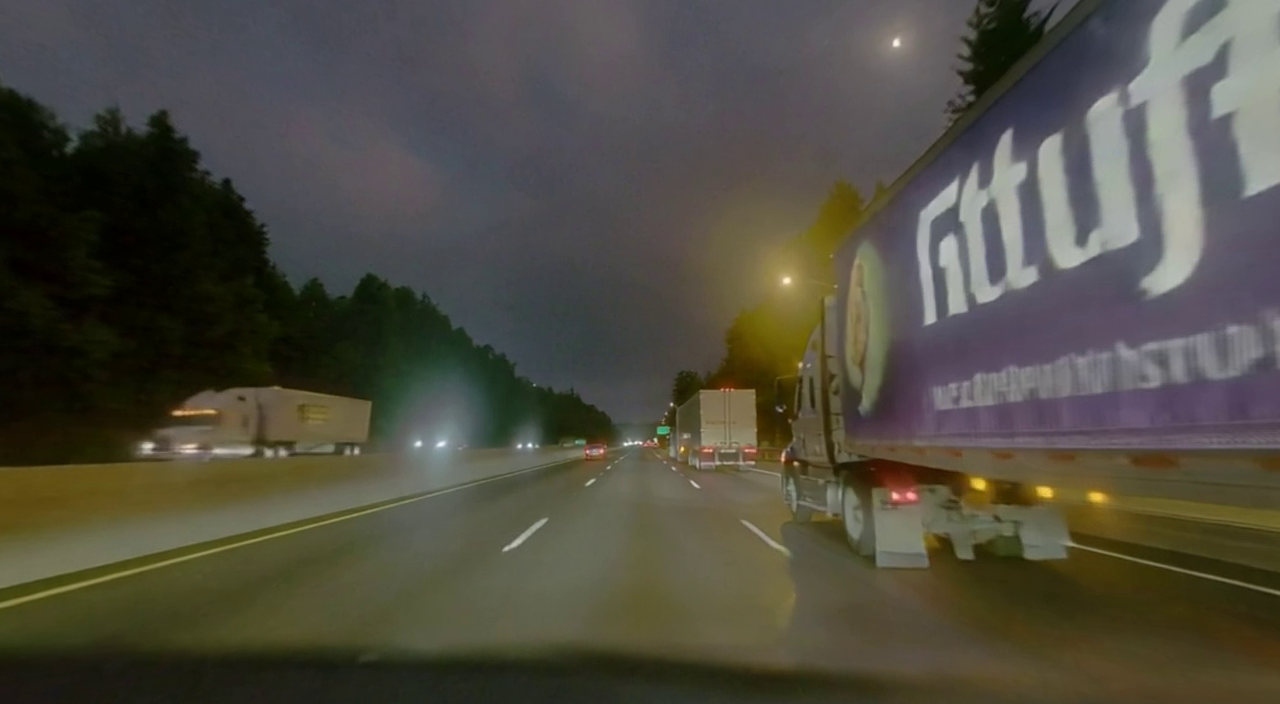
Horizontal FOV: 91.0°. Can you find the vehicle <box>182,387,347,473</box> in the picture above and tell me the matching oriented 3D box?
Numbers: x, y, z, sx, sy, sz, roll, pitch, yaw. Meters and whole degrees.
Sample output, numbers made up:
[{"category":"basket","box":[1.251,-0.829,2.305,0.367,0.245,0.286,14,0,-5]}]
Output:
[{"category":"vehicle","box":[-15.999,3.482,27.638,2.704,3.282,7.174,-1,-8,1]}]

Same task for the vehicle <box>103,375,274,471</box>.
[{"category":"vehicle","box":[-20.057,3.282,28.549,3.108,3.882,5.974,0,-8,0]}]

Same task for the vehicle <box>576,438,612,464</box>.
[{"category":"vehicle","box":[-3.147,6.851,43.758,2.206,1.644,4.027,0,-8,0]}]

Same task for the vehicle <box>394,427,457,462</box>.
[{"category":"vehicle","box":[-11.982,5.211,35.494,1.971,1.816,4.350,0,-8,0]}]

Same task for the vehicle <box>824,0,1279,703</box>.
[{"category":"vehicle","box":[3.791,-0.669,0.384,3.116,3.992,13.748,0,-8,0]}]

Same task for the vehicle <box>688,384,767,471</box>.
[{"category":"vehicle","box":[4.435,4.206,34.038,3.085,4.062,8.965,0,-9,1]}]
